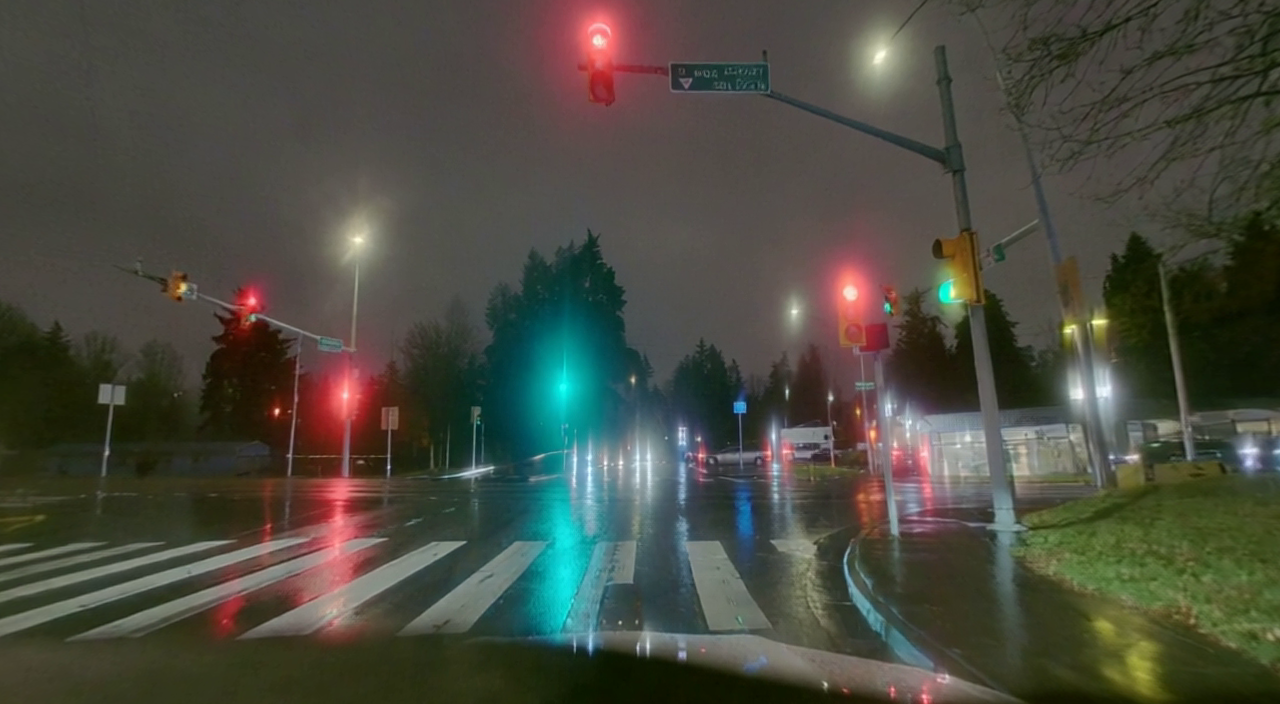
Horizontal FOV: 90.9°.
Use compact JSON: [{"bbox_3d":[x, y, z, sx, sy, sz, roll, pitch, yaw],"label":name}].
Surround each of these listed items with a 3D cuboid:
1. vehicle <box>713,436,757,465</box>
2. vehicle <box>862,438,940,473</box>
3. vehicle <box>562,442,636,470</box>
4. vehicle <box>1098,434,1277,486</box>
[{"bbox_3d":[6.912,7.200,46.170,1.491,2.041,2.964,6,-9,-35],"label":"vehicle"},{"bbox_3d":[12.406,5.040,30.271,1.922,1.529,3.964,0,-11,-2],"label":"vehicle"},{"bbox_3d":[-2.445,6.153,37.555,3.991,1.526,1.868,-5,-9,30],"label":"vehicle"},{"bbox_3d":[16.806,3.321,19.512,3.876,1.512,1.784,0,-8,-1],"label":"vehicle"}]
